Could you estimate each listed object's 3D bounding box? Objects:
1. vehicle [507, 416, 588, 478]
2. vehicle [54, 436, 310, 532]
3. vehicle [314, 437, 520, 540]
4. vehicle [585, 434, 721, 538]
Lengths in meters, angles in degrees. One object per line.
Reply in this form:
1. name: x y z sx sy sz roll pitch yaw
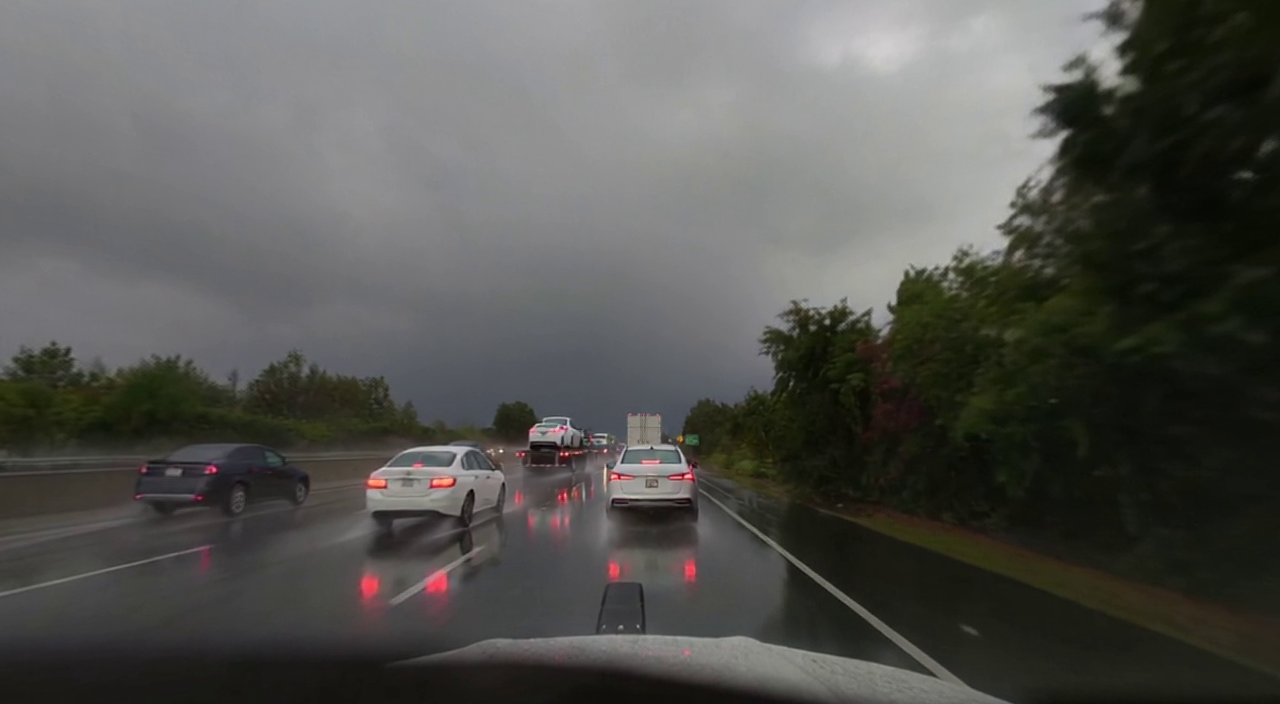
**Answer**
1. vehicle: -2.564 2.786 18.466 2.031 1.594 4.103 1 -9 -4
2. vehicle: -8.376 2.421 12.102 1.888 1.507 3.949 0 -9 0
3. vehicle: -3.656 2.322 11.402 1.947 1.470 4.526 0 -9 2
4. vehicle: 0.203 2.237 11.009 1.991 1.507 3.391 0 -9 1
